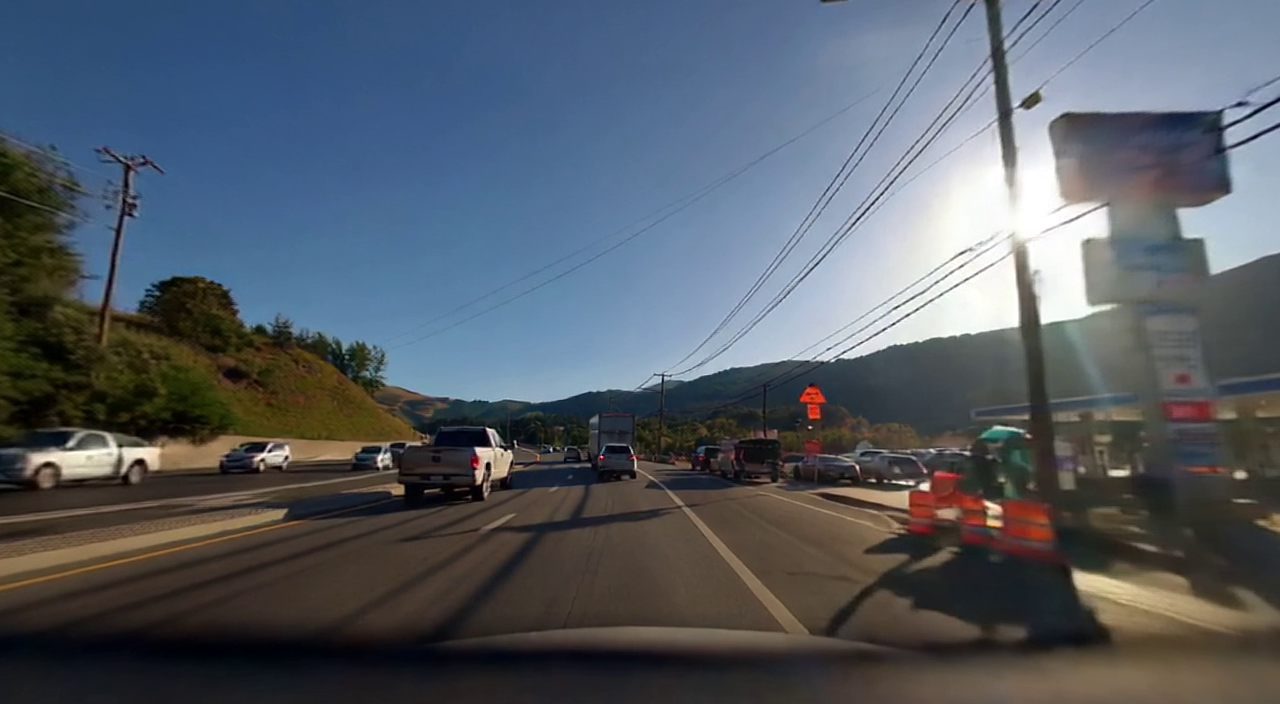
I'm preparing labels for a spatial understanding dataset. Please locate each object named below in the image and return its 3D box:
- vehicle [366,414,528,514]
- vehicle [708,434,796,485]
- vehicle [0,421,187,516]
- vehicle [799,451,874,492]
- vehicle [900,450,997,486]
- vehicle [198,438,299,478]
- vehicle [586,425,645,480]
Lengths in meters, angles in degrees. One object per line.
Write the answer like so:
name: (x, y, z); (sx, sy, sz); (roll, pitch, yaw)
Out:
vehicle: (-4.423, 2.706, 15.750); (2.345, 2.012, 5.693); (0, -9, -1)
vehicle: (5.240, 5.188, 30.943); (2.706, 2.199, 6.527); (1, -9, -4)
vehicle: (-13.180, 2.554, 14.249); (2.136, 1.787, 5.145); (0, -9, -1)
vehicle: (8.705, 5.314, 28.408); (1.933, 1.480, 4.249); (2, -7, -2)
vehicle: (16.680, 6.264, 34.460); (1.986, 1.771, 4.809); (2, -9, -15)
vehicle: (-17.873, 4.851, 29.116); (1.972, 1.677, 4.443); (0, -9, -4)
vehicle: (-1.213, 4.668, 29.491); (2.486, 2.280, 5.291); (0, -9, -3)
